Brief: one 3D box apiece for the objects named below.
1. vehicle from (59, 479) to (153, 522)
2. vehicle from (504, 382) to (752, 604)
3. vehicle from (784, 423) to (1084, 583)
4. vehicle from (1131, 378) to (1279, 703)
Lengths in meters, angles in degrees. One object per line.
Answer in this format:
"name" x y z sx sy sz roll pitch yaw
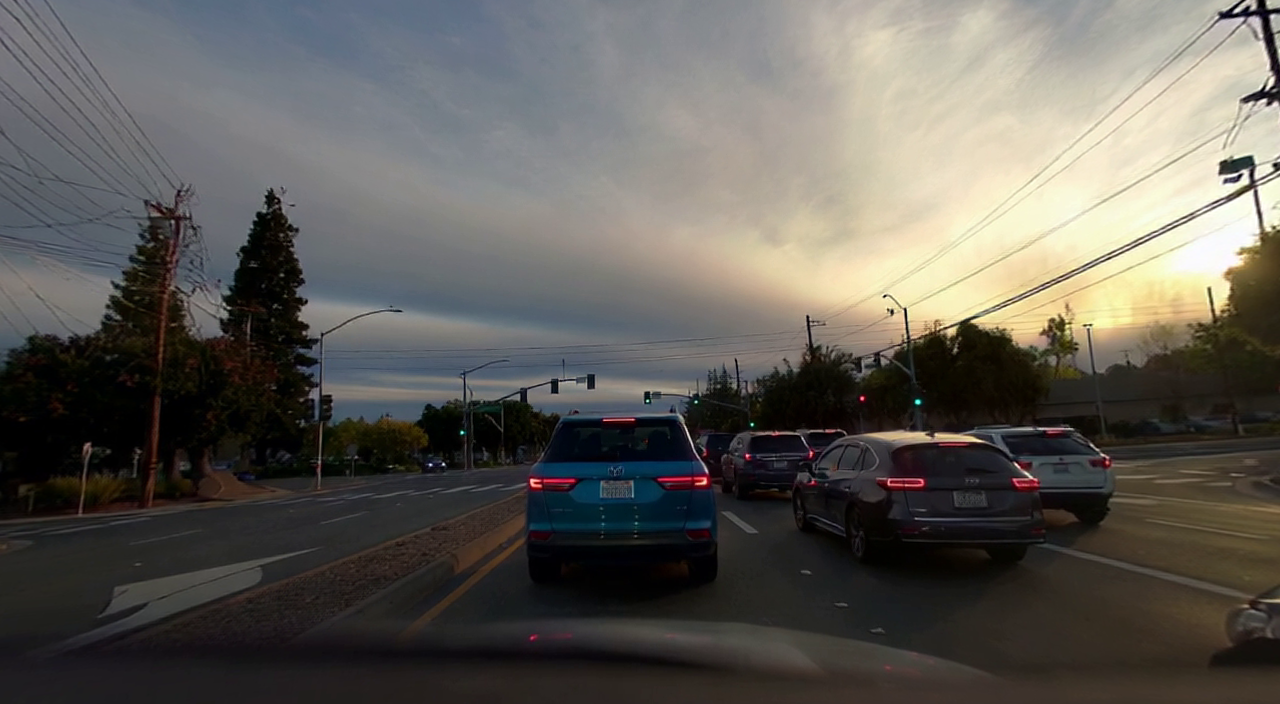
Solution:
"vehicle" -26.341 7.328 31.151 4.526 1.715 1.989 -11 -13 29
"vehicle" -0.142 1.585 7.922 2.231 1.998 4.254 0 -9 -1
"vehicle" 3.457 1.844 8.584 1.880 1.579 4.401 0 -9 -1
"vehicle" 3.275 0.628 0.756 1.889 1.517 4.308 0 -9 0
